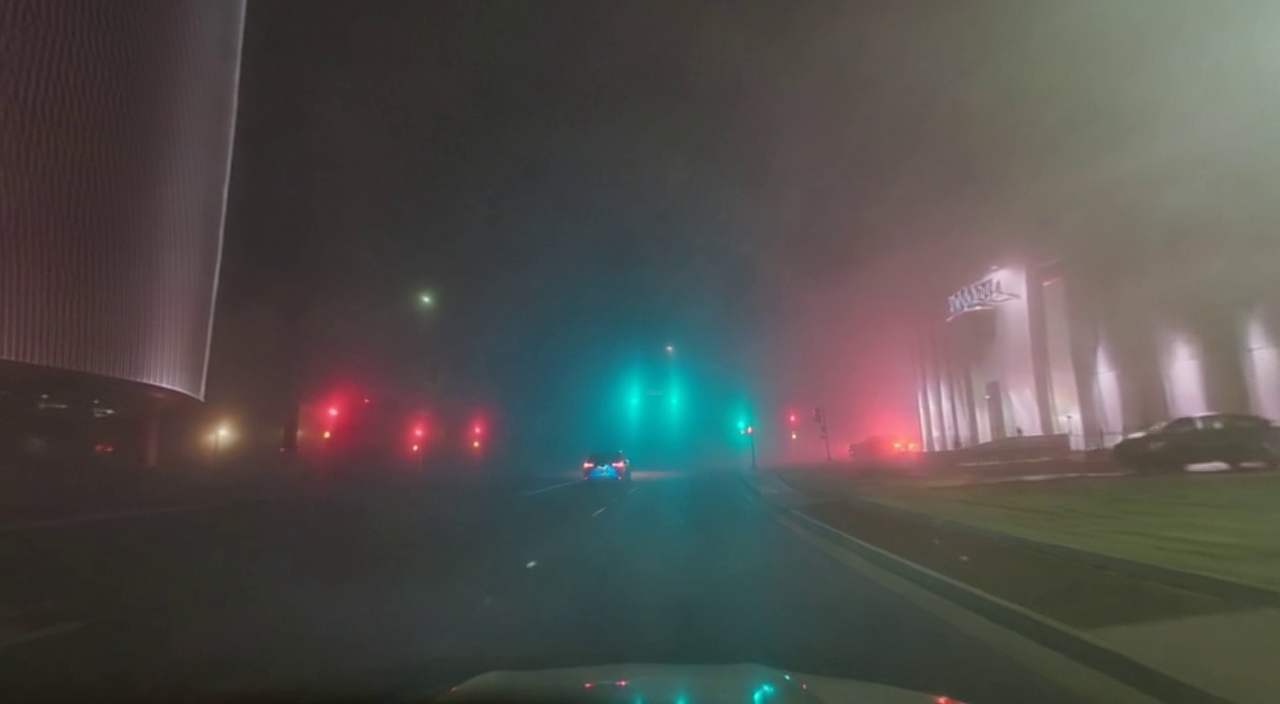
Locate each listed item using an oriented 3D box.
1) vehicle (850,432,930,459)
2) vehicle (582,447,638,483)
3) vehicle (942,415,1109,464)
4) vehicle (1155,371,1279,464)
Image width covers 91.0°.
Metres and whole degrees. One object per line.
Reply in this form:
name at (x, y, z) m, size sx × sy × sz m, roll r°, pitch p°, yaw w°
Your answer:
vehicle at (15.542, 5.868, 39.335) m, size 4.120 × 1.558 × 1.959 m, roll -1°, pitch -9°, yaw 3°
vehicle at (-1.298, 5.122, 28.855) m, size 1.971 × 1.486 × 4.380 m, roll -1°, pitch -9°, yaw 5°
vehicle at (14.615, 3.374, 24.147) m, size 4.904 × 1.755 × 2.114 m, roll -1°, pitch -9°, yaw 4°
vehicle at (13.501, 1.324, 12.424) m, size 4.649 × 1.695 × 2.154 m, roll -1°, pitch -9°, yaw 3°
